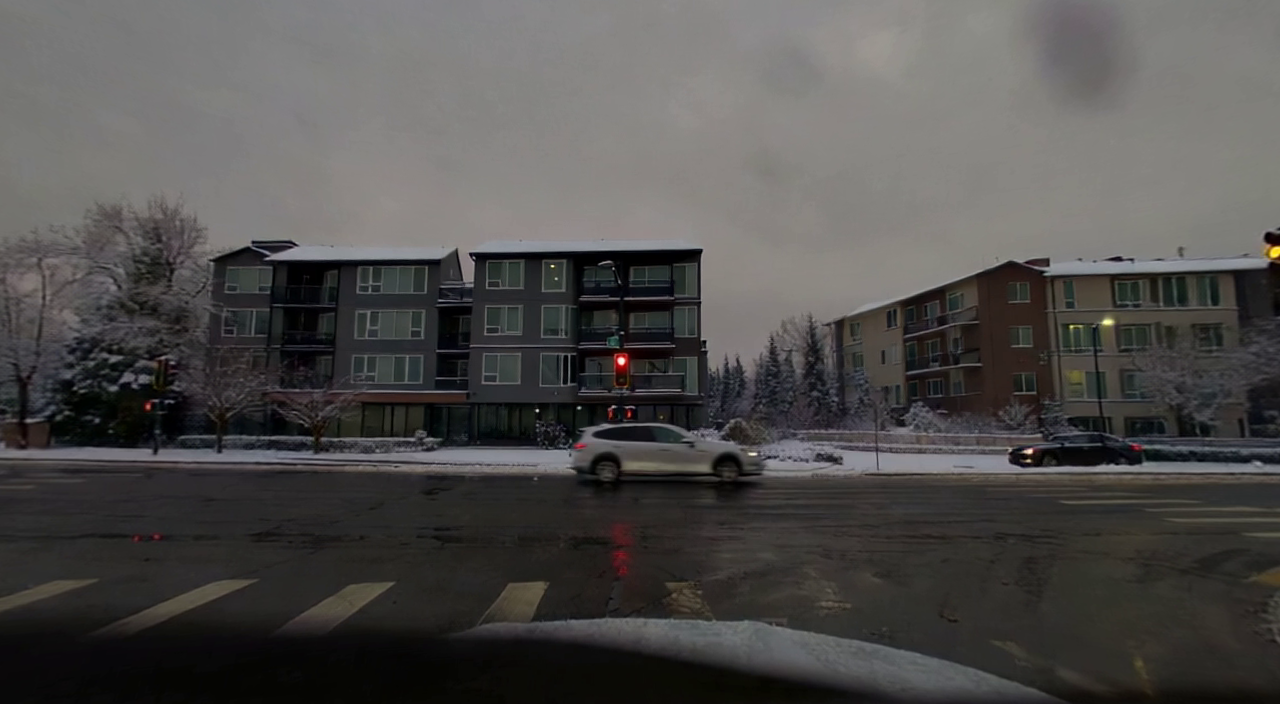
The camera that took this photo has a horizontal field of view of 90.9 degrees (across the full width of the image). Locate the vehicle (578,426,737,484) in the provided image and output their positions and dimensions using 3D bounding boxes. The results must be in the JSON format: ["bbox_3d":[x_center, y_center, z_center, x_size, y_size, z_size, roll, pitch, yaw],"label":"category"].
[{"bbox_3d":[0.554,3.396,20.930,4.980,1.792,2.042,0,-9,1],"label":"vehicle"}]

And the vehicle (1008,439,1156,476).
[{"bbox_3d":[18.592,4.455,26.700,4.823,1.458,1.914,0,-9,-1],"label":"vehicle"}]
